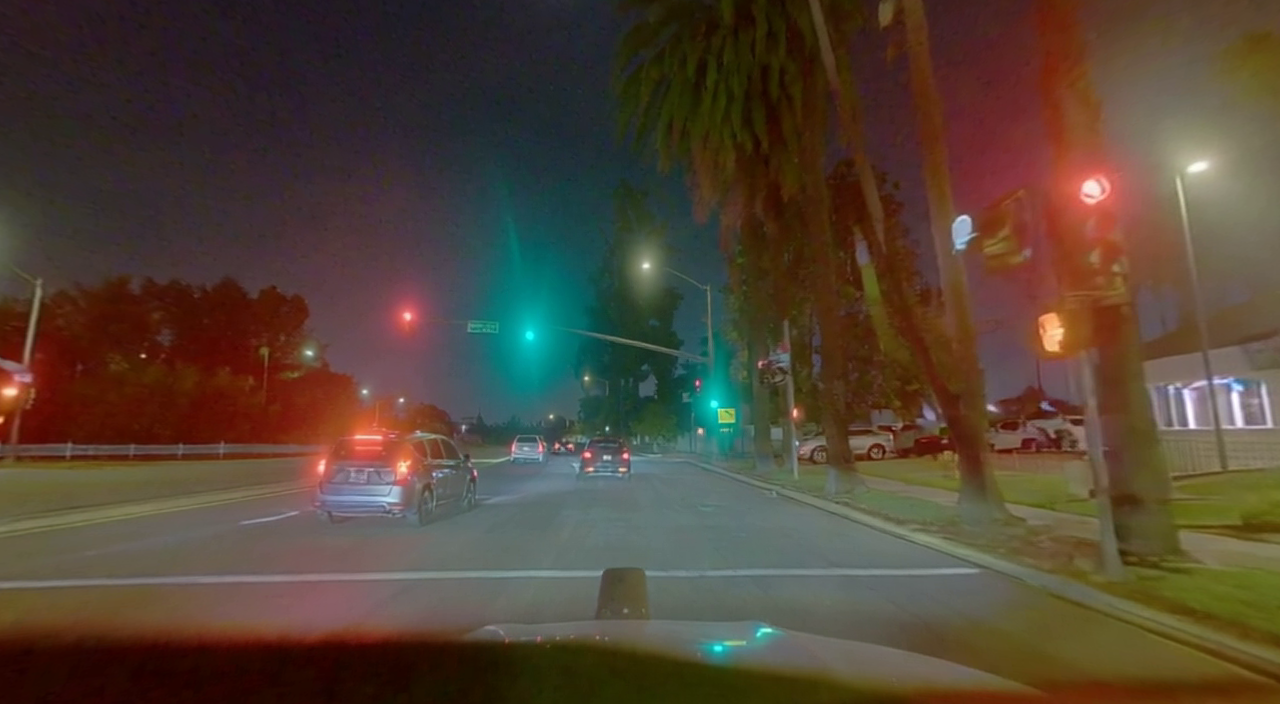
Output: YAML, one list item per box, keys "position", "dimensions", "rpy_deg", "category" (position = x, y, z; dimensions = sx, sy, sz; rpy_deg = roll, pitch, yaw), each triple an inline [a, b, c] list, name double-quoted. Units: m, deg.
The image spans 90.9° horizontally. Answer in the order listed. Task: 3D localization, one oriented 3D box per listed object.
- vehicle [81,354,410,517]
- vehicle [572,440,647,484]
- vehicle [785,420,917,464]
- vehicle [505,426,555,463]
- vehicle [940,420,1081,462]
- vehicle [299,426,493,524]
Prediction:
- position: [-7.816, 1.847, 13.927]
  dimensions: [2.821, 2.701, 6.721]
  rpy_deg: [0, -8, 1]
  category: "vehicle"
- position: [-0.956, 3.412, 19.893]
  dimensions: [2.131, 1.222, 3.868]
  rpy_deg: [0, -8, -2]
  category: "vehicle"
- position: [8.770, 3.736, 26.285]
  dimensions: [4.742, 1.690, 2.218]
  rpy_deg: [2, -9, -18]
  category: "vehicle"
- position: [-5.981, 5.112, 34.836]
  dimensions: [2.032, 1.852, 4.571]
  rpy_deg: [-1, -8, -1]
  category: "vehicle"
- position: [14.683, 3.538, 25.058]
  dimensions: [4.615, 1.555, 2.021]
  rpy_deg: [2, -8, -15]
  category: "vehicle"
- position: [-4.128, 2.129, 11.537]
  dimensions: [1.709, 1.425, 4.337]
  rpy_deg: [-1, -8, 2]
  category: "vehicle"
